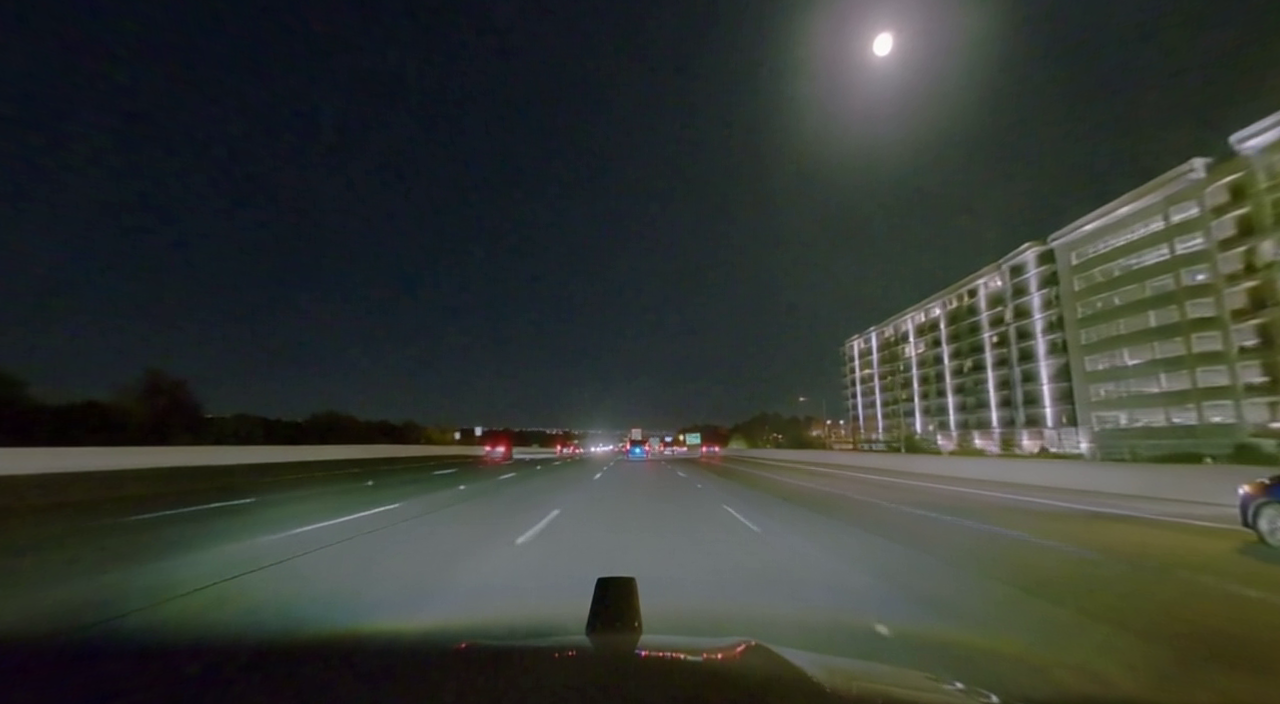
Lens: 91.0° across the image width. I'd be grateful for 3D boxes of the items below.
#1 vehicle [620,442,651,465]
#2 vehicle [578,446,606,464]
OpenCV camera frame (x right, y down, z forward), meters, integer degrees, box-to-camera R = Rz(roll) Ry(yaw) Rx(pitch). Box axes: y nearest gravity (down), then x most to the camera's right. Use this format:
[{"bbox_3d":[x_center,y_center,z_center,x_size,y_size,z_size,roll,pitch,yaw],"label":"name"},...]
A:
[{"bbox_3d":[-0.285,6.907,43.001,2.036,1.542,3.891,0,-8,0],"label":"vehicle"},{"bbox_3d":[-3.710,8.048,49.380,1.825,1.347,3.773,0,-8,1],"label":"vehicle"}]
